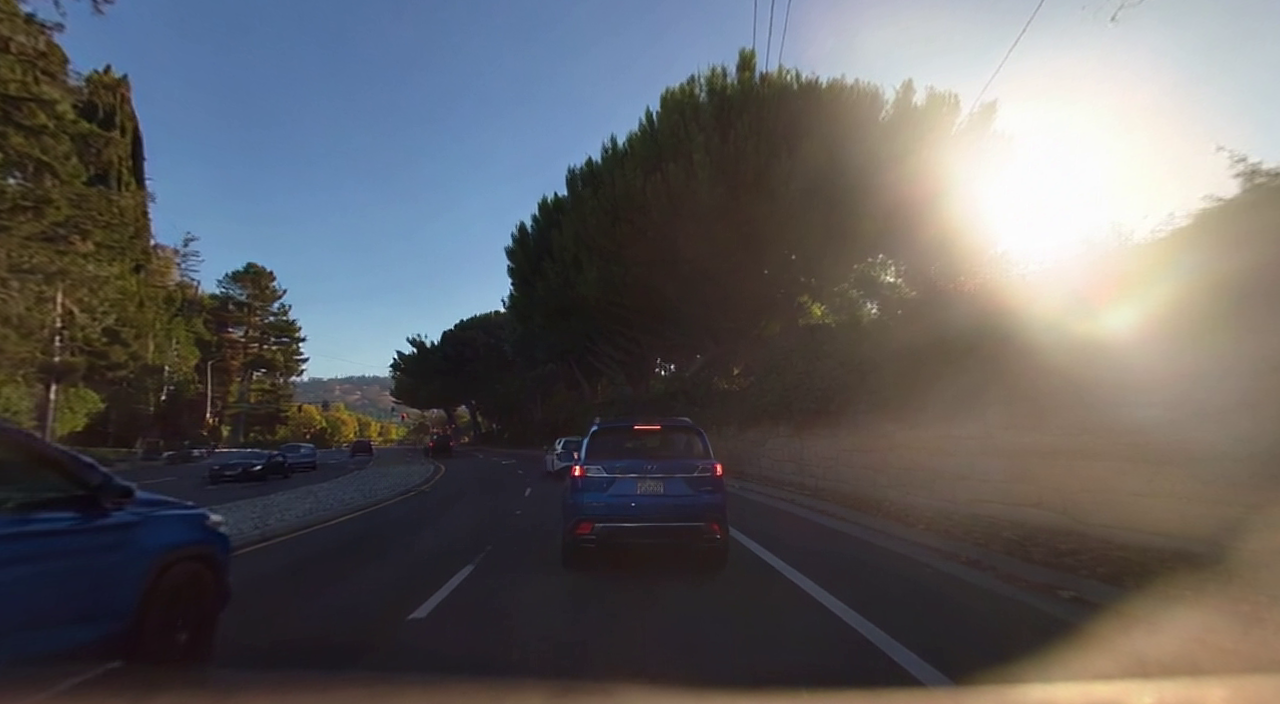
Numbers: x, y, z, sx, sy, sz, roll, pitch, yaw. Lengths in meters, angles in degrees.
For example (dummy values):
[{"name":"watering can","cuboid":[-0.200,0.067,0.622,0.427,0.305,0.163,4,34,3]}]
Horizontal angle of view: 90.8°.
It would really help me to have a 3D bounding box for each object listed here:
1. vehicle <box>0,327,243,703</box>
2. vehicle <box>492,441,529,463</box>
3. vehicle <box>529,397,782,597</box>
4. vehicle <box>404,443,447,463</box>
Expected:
[{"name":"vehicle","cuboid":[-3.286,0.656,1.355,2.205,1.716,4.448,1,-8,-4]},{"name":"vehicle","cuboid":[-9.406,7.213,45.580,1.837,1.483,4.559,3,-9,-21]},{"name":"vehicle","cuboid":[-0.026,1.611,7.908,2.287,1.762,4.269,1,-8,-5]},{"name":"vehicle","cuboid":[-16.987,7.981,49.918,2.023,1.474,4.286,6,-10,-34]}]
